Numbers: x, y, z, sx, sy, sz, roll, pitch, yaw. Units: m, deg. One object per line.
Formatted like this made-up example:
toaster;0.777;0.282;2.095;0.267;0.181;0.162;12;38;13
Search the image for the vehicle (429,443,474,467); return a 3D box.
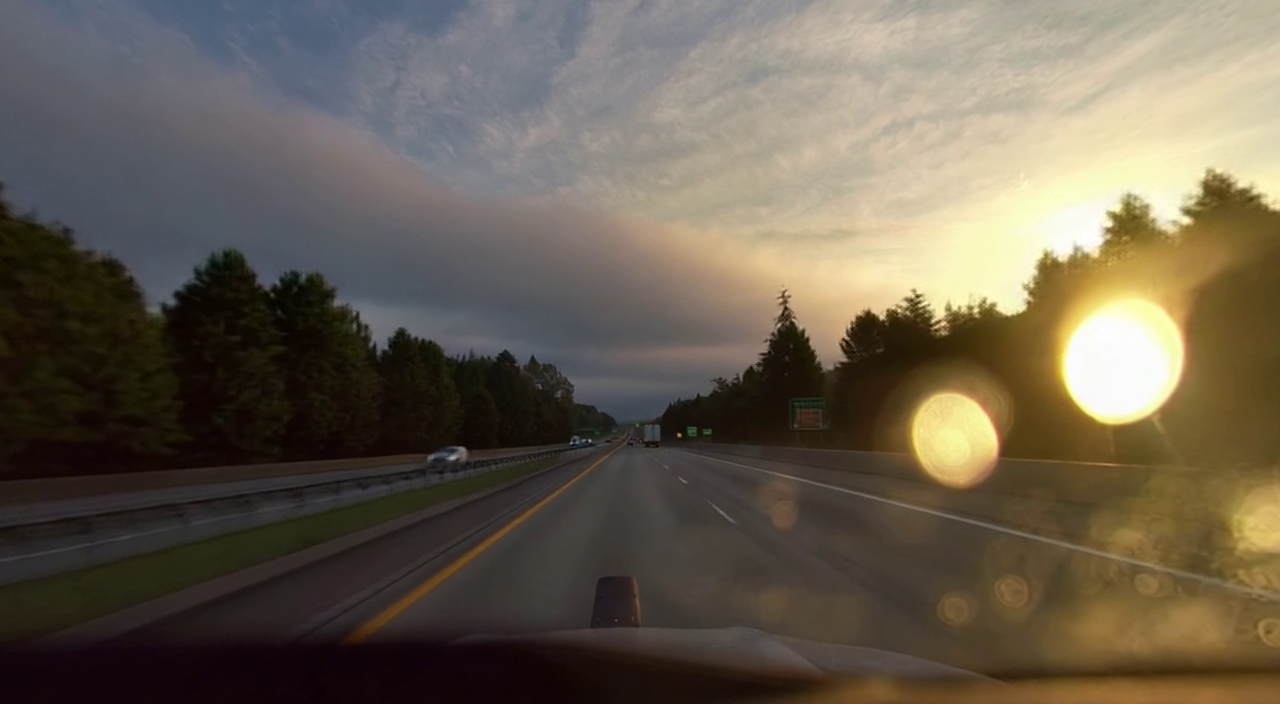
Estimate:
vehicle;-11.770;6.433;39.612;1.795;1.412;4.022;0;-8;-3
